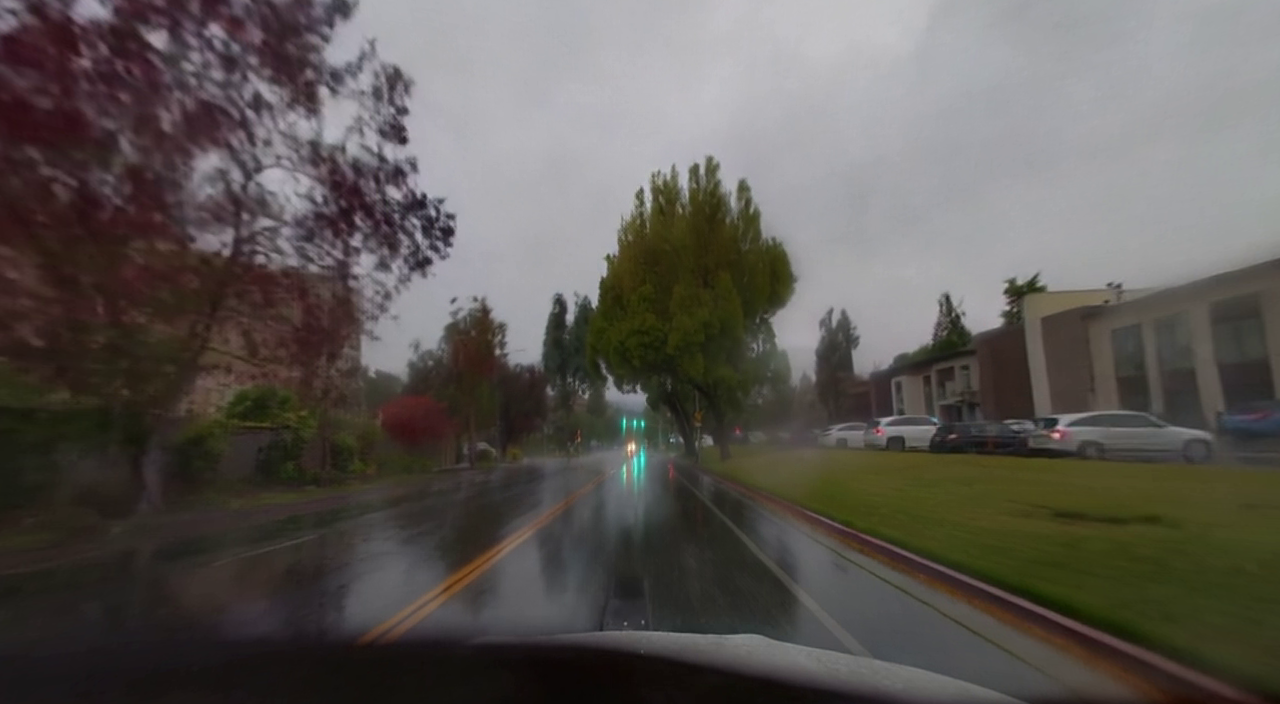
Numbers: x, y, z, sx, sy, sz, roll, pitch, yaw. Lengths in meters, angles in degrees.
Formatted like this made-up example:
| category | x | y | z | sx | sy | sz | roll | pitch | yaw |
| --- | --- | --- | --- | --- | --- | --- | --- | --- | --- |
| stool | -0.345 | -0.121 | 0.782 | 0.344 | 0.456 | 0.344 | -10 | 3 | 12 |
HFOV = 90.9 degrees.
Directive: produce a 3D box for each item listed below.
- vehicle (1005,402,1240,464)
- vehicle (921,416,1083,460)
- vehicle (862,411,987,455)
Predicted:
| category | x | y | z | sx | sy | sz | roll | pitch | yaw |
| --- | --- | --- | --- | --- | --- | --- | --- | --- | --- |
| vehicle | 12.545 | 2.159 | 16.602 | 4.529 | 1.490 | 2.168 | 1 | -9 | -5 |
| vehicle | 12.678 | 3.048 | 22.300 | 4.428 | 1.467 | 2.099 | 0 | -9 | -1 |
| vehicle | 12.411 | 3.596 | 27.694 | 4.540 | 1.824 | 1.965 | 1 | -9 | -6 |
